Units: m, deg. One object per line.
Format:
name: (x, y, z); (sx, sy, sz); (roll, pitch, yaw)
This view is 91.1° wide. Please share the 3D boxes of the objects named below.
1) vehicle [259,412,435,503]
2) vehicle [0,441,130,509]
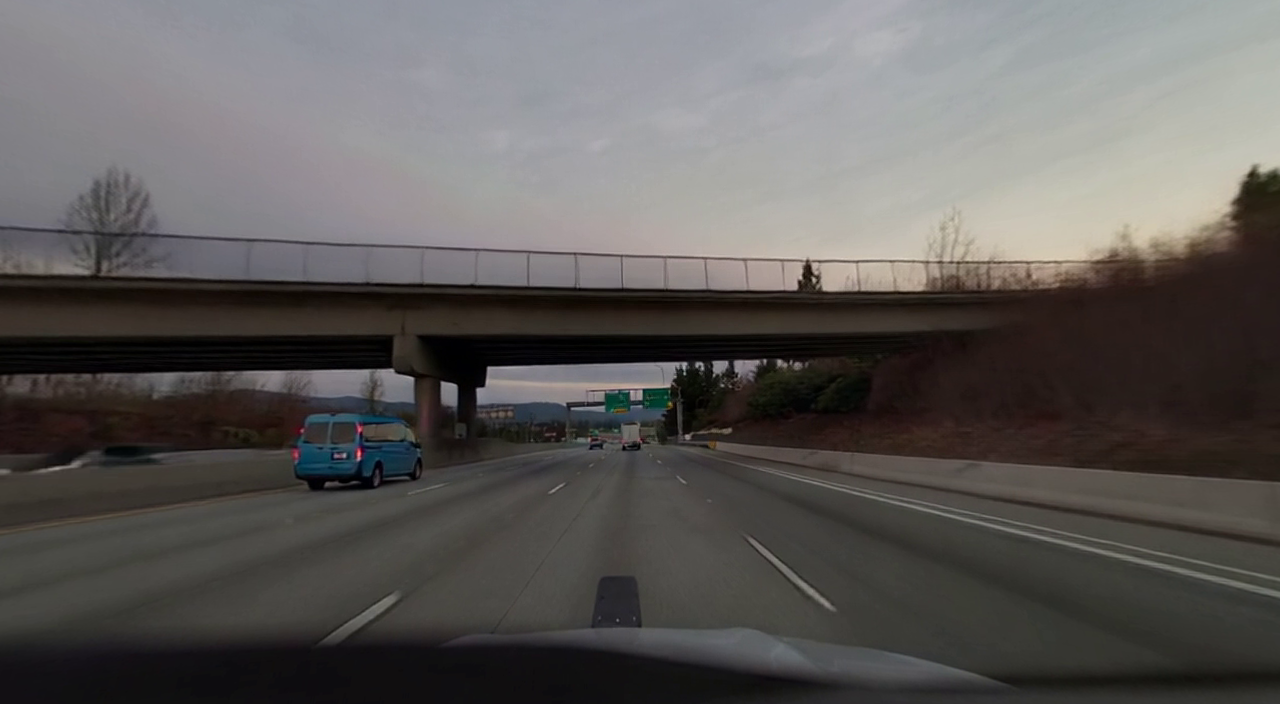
vehicle: (-7.412, 2.715, 16.725); (2.150, 1.996, 5.341); (0, -8, -1)
vehicle: (-15.886, 3.087, 16.210); (1.883, 1.535, 4.353); (0, -8, -1)
